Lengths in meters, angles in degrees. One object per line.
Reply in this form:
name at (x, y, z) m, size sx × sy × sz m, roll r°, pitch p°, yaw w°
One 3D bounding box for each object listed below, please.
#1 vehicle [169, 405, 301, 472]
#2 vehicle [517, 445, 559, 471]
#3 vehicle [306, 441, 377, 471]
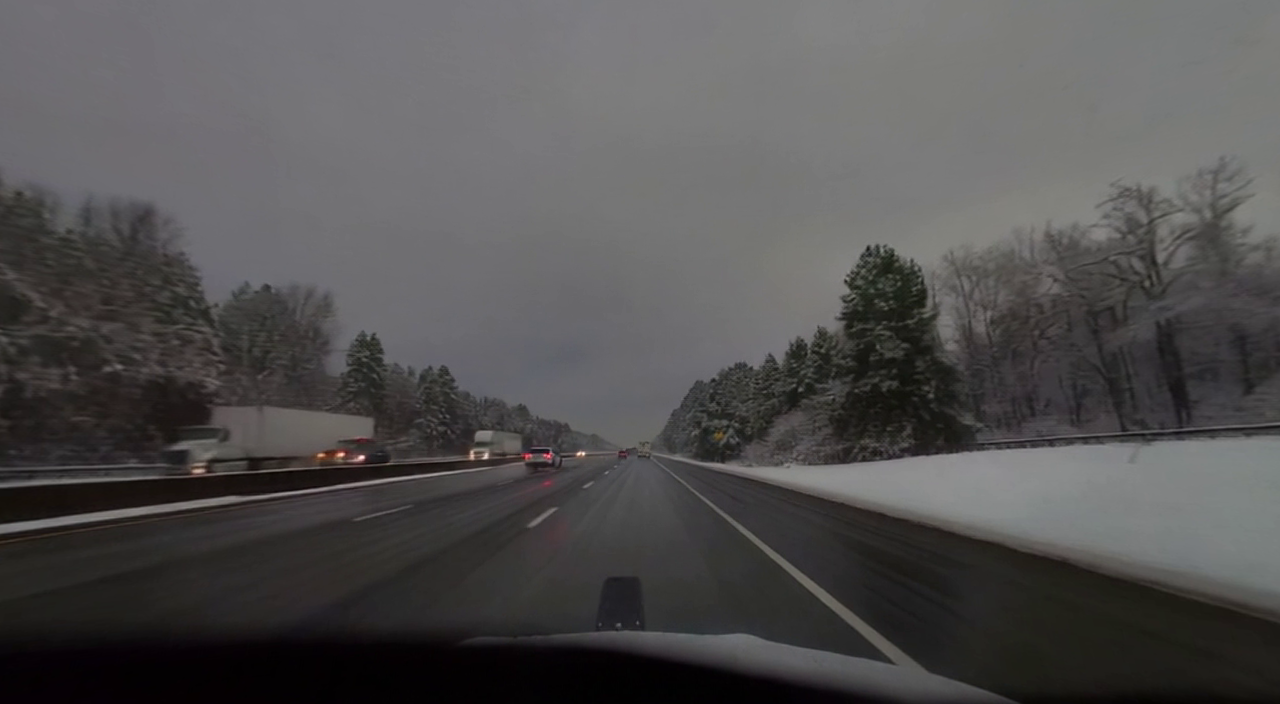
vehicle at (-23.127, 5.050, 36.600) m, size 2.983 × 3.489 × 6.928 m, roll 0°, pitch -9°, yaw -1°
vehicle at (-6.913, 7.262, 43.229) m, size 2.115 × 1.664 × 4.259 m, roll 0°, pitch -9°, yaw 1°
vehicle at (-16.041, 5.610, 34.178) m, size 1.832 × 1.473 × 3.996 m, roll 0°, pitch -9°, yaw 1°
